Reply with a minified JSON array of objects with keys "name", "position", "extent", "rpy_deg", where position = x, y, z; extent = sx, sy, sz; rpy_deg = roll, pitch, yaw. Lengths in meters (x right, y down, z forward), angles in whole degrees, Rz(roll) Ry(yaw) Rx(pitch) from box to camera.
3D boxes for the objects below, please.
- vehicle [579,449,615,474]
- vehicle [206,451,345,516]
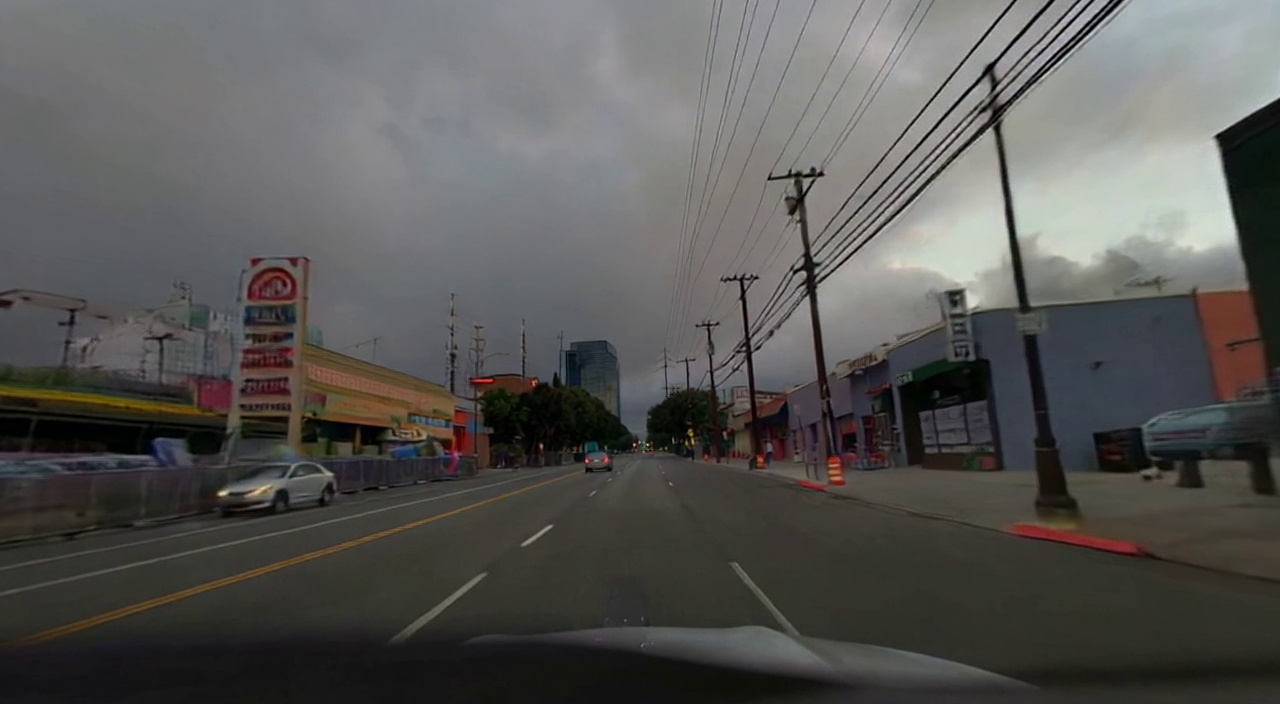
[{"name":"vehicle","position":[-2.940,7.594,43.958],"extent":[2.036,1.589,4.549],"rpy_deg":[-1,-8,1]},{"name":"vehicle","position":[-11.981,4.296,21.135],"extent":[2.052,1.898,4.253],"rpy_deg":[-1,-8,1]}]
